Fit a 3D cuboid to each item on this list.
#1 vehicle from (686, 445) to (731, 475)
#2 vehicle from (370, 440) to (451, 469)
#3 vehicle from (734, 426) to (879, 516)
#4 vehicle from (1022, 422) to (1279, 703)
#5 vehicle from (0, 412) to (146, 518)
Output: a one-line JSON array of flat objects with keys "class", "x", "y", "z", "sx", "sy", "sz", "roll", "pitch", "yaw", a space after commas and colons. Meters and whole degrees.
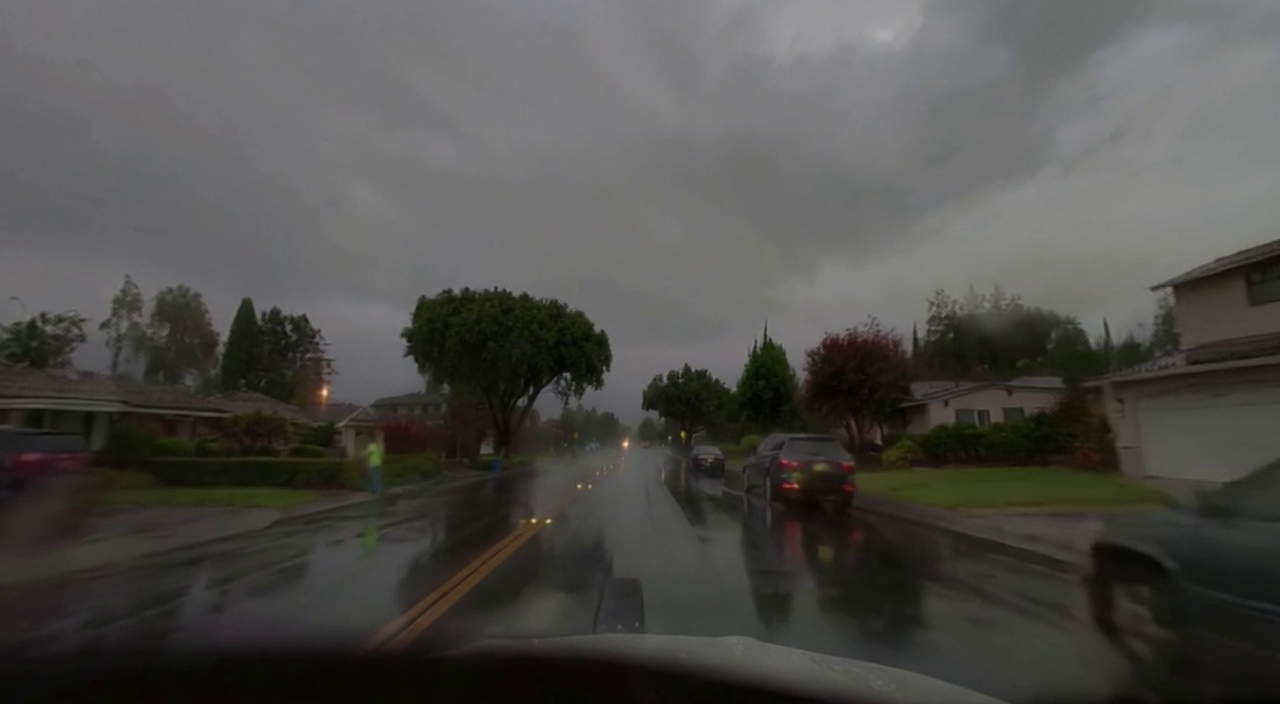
[{"class": "vehicle", "x": 3.694, "y": 5.890, "z": 34.714, "sx": 1.897, "sy": 1.521, "sz": 4.835, "roll": 0, "pitch": -9, "yaw": -1}, {"class": "vehicle", "x": -15.742, "y": 7.050, "z": 43.351, "sx": 4.882, "sy": 1.777, "sz": 2.025, "roll": -2, "pitch": -9, "yaw": -2}, {"class": "vehicle", "x": 3.737, "y": 2.777, "z": 15.231, "sx": 2.039, "sy": 1.780, "sz": 4.884, "roll": 0, "pitch": -9, "yaw": -2}, {"class": "vehicle", "x": 3.802, "y": 0.988, "z": 2.271, "sx": 1.949, "sy": 1.505, "sz": 4.483, "roll": 0, "pitch": -9, "yaw": -1}, {"class": "vehicle", "x": -14.469, "y": 2.406, "z": 13.589, "sx": 5.707, "sy": 2.050, "sz": 2.260, "roll": -1, "pitch": -9, "yaw": 2}]
